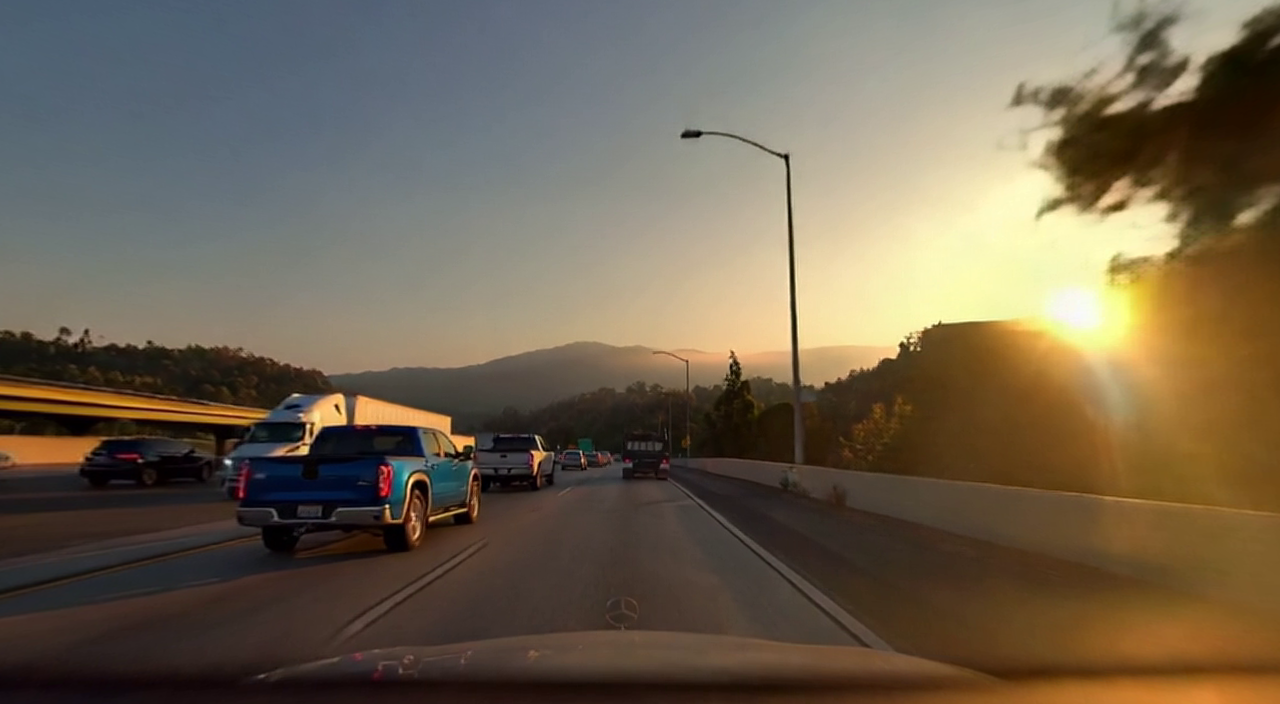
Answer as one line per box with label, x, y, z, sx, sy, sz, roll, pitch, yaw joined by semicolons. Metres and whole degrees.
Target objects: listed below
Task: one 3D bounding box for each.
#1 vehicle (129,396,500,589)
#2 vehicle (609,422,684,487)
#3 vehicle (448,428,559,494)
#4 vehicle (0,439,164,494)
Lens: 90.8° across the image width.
vehicle;-3.714;1.740;8.679;2.303;1.835;5.044;0;-9;1
vehicle;0.122;4.579;28.488;2.886;2.471;7.692;0;-9;-2
vehicle;-4.473;3.705;21.892;2.575;1.958;5.730;0;-9;0
vehicle;-18.795;3.791;21.206;1.911;1.623;4.453;-1;-9;4
